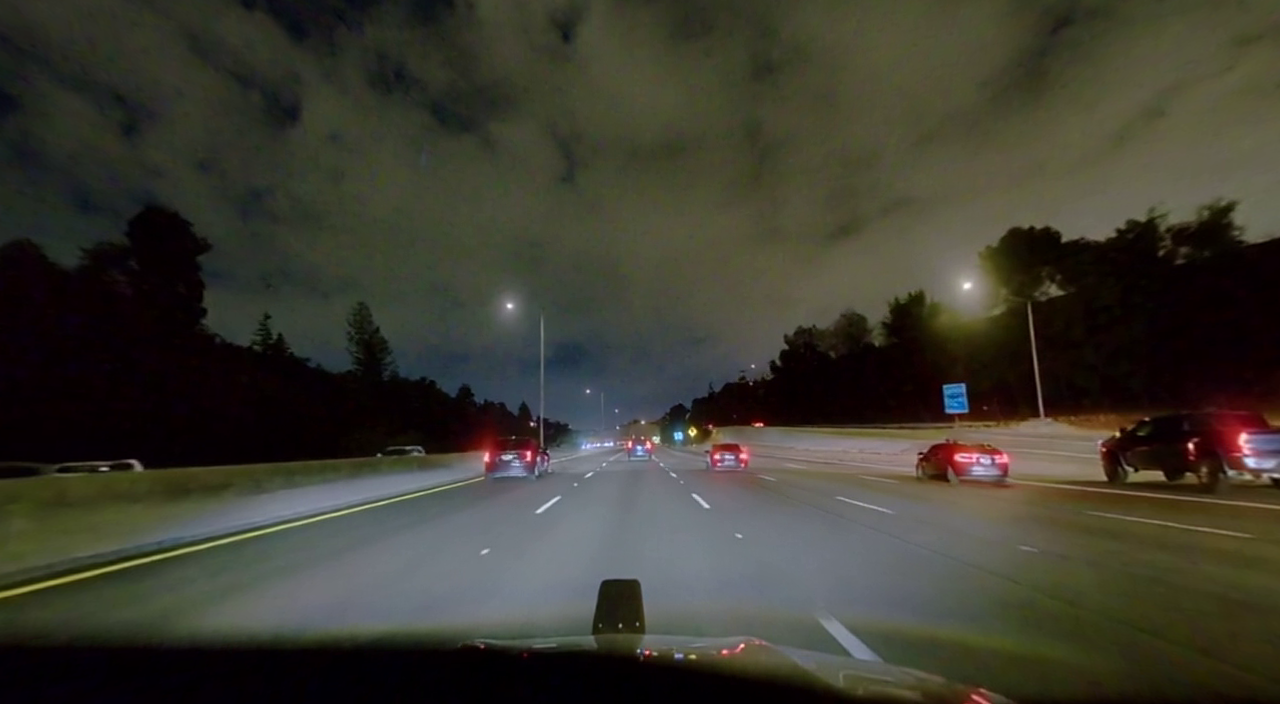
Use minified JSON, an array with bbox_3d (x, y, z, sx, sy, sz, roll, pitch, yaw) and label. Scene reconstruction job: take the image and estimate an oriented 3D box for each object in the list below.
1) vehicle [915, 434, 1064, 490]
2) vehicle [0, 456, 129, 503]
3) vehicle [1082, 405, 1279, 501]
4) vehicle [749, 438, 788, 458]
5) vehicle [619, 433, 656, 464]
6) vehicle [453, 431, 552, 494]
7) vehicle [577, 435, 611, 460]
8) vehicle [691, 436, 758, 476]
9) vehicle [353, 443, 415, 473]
[{"bbox_3d":[9.593,3.034,17.761,1.910,1.384,3.867,0,-8,-1],"label":"vehicle"},{"bbox_3d":[-22.842,4.872,24.565,2.028,1.520,4.654,0,-8,0],"label":"vehicle"},{"bbox_3d":[12.912,2.255,14.373,2.076,1.799,4.871,0,-8,-1],"label":"vehicle"},{"bbox_3d":[9.841,7.369,48.604,1.945,1.461,4.230,0,-8,-2],"label":"vehicle"},{"bbox_3d":[-0.181,6.064,39.828,2.192,1.813,4.864,0,-8,0],"label":"vehicle"},{"bbox_3d":[-3.969,3.246,18.961,1.992,1.651,4.185,0,-8,0],"label":"vehicle"},{"bbox_3d":[-3.511,7.490,49.391,2.294,1.825,4.932,0,-8,0],"label":"vehicle"},{"bbox_3d":[3.293,4.181,25.569,2.007,1.469,4.337,0,-8,-1],"label":"vehicle"},{"bbox_3d":[-13.066,5.426,32.438,1.617,1.421,3.520,0,-8,1],"label":"vehicle"}]
